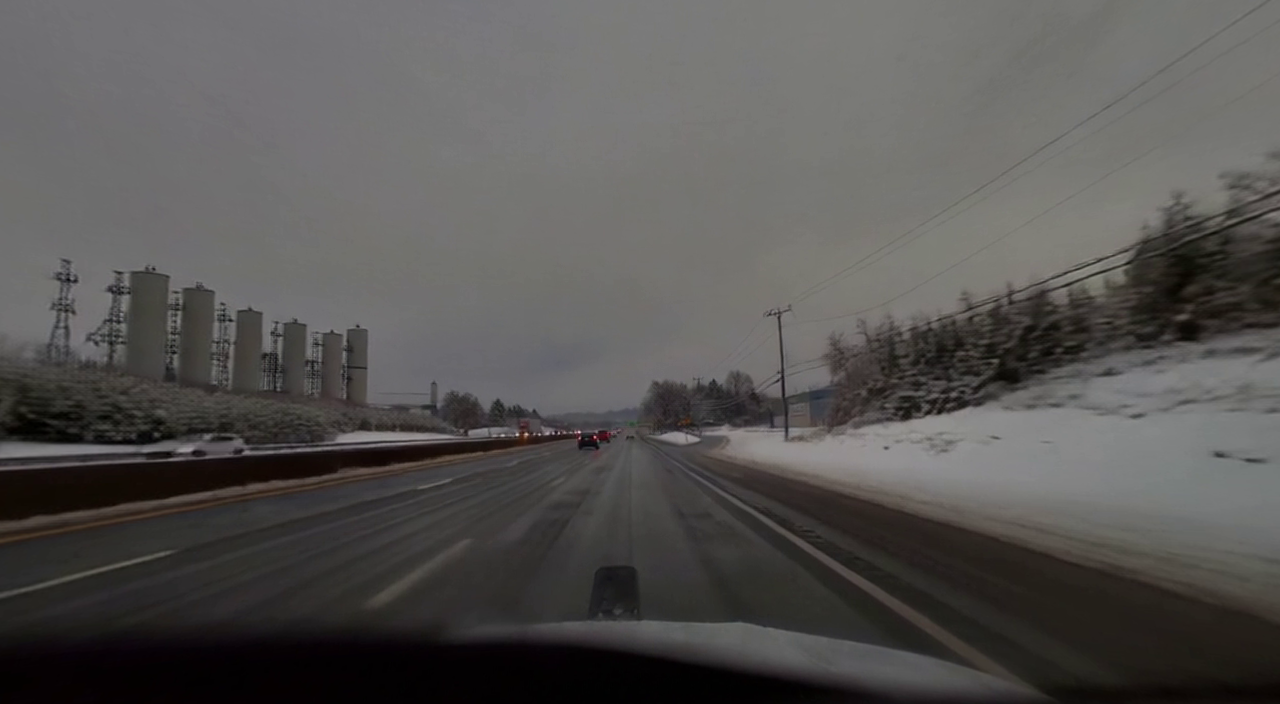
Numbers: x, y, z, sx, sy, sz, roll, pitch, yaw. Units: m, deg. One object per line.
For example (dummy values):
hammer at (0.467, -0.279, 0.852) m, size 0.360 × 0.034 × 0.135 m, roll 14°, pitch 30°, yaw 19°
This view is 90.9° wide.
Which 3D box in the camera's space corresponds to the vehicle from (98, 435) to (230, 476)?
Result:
vehicle at (-19.053, 4.125, 25.550) m, size 1.851 × 1.473 × 4.523 m, roll 0°, pitch -8°, yaw 0°
